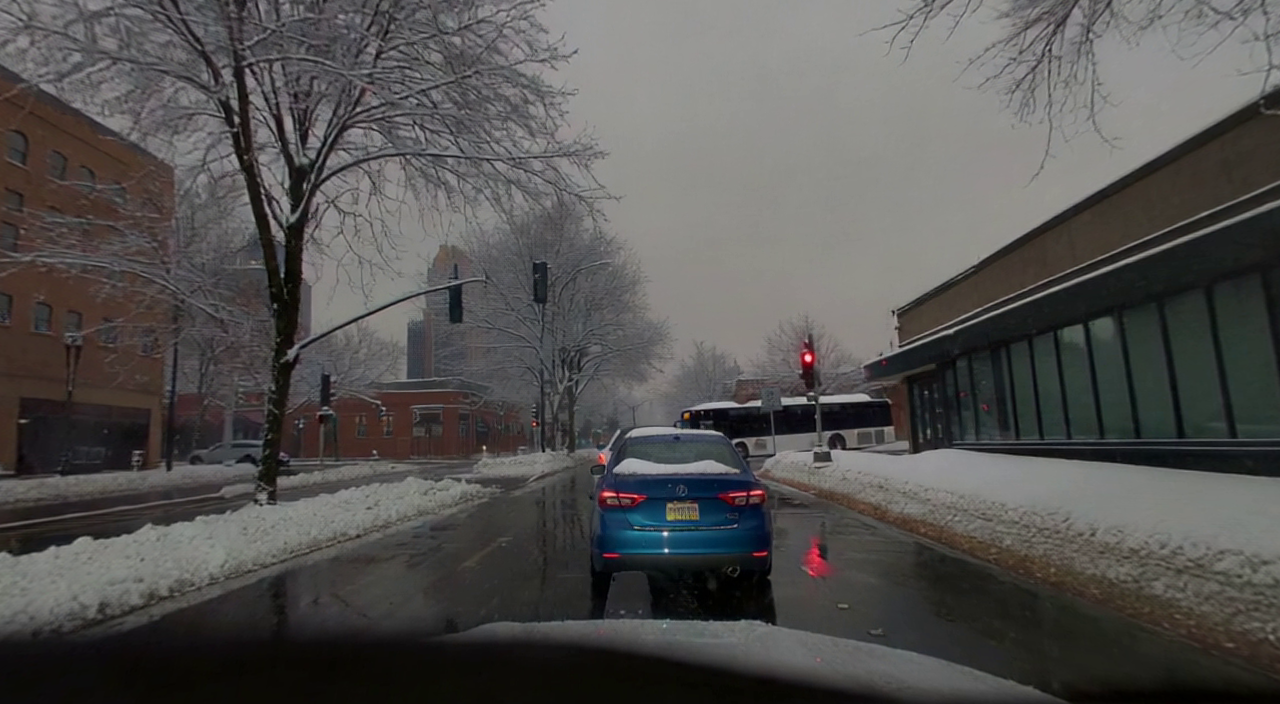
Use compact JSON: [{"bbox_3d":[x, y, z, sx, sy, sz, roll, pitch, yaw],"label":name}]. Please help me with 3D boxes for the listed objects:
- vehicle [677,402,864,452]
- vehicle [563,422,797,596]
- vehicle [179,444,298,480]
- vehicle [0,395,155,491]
[{"bbox_3d":[9.899,5.905,49.131,13.811,3.706,2.997,0,-9,1],"label":"vehicle"},{"bbox_3d":[0.380,1.634,7.391,2.006,1.470,3.799,0,-8,1],"label":"vehicle"},{"bbox_3d":[-19.901,5.440,31.546,1.892,1.645,4.561,-5,-10,30],"label":"vehicle"},{"bbox_3d":[-25.949,3.646,25.327,2.692,3.685,10.153,-3,-9,20],"label":"vehicle"}]
